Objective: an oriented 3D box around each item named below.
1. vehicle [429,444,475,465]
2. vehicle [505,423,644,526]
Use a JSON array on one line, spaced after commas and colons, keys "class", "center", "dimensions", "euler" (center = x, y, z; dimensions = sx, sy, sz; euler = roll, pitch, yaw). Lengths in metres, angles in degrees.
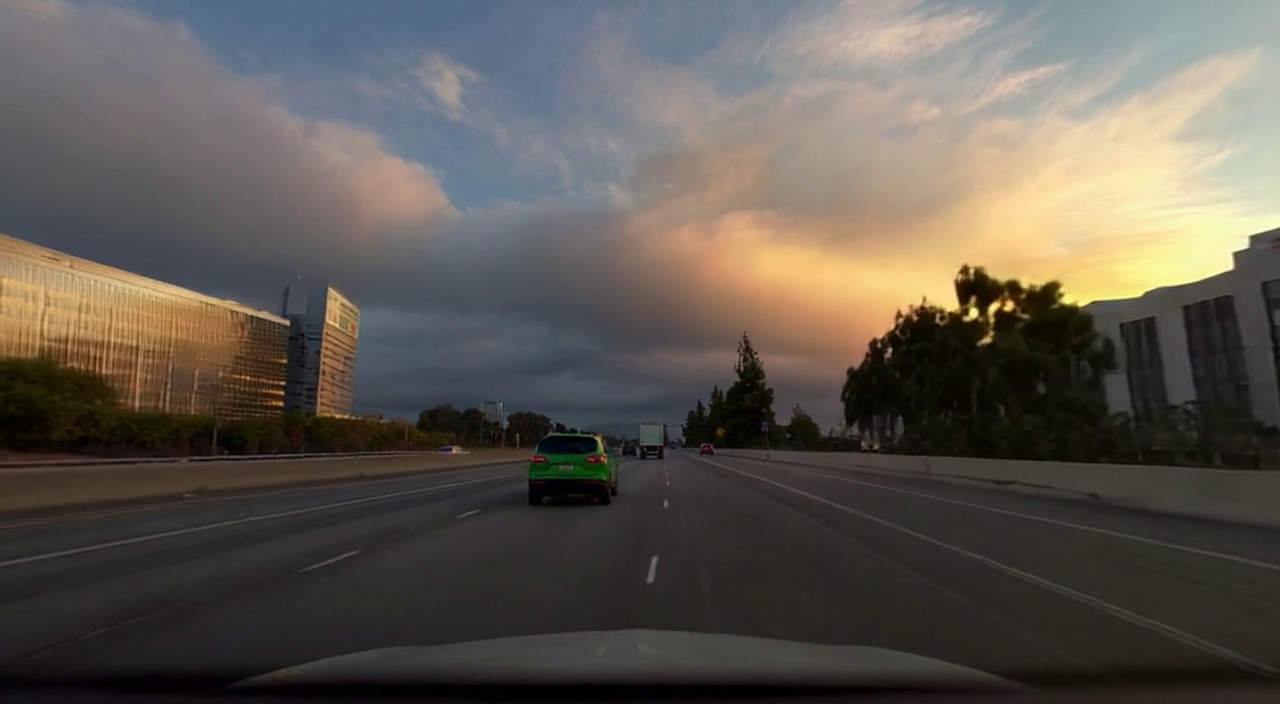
[{"class": "vehicle", "center": [-14.449, 7.925, 48.645], "dimensions": [1.965, 1.503, 4.579], "euler": [0, -9, 3]}, {"class": "vehicle", "center": [-1.121, 2.441, 13.089], "dimensions": [2.111, 1.742, 4.315], "euler": [0, -9, 4]}]
